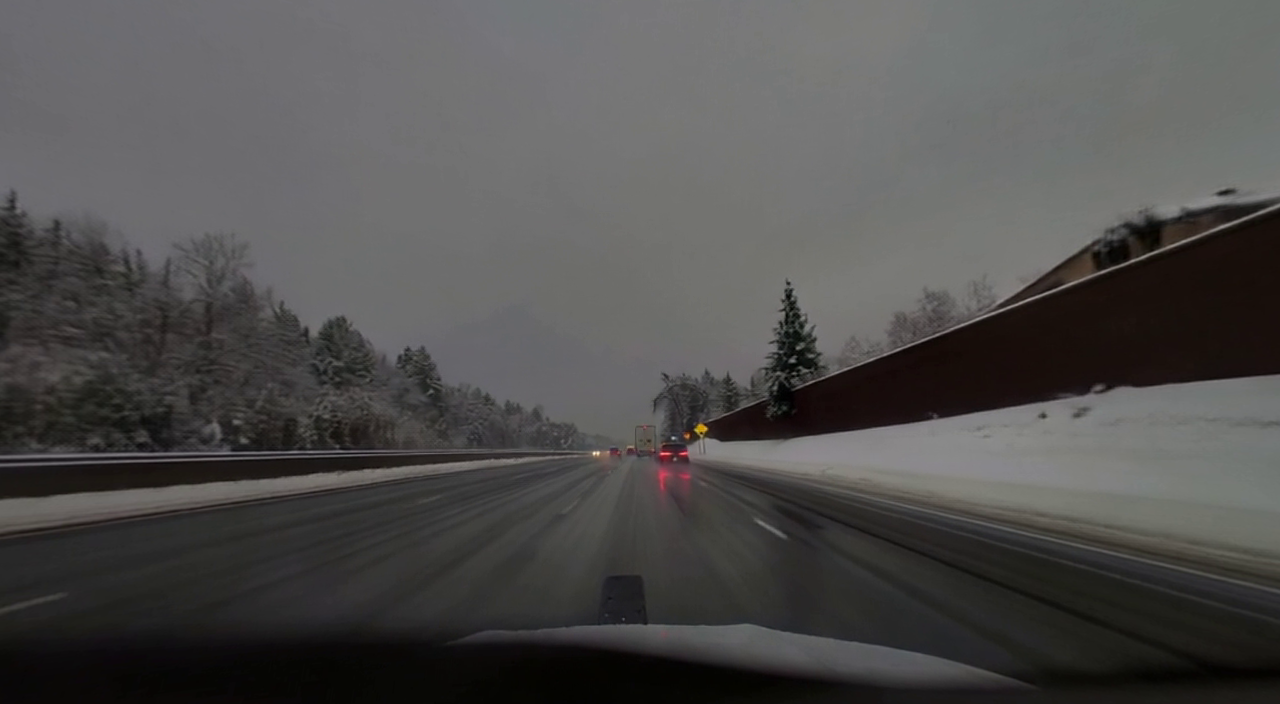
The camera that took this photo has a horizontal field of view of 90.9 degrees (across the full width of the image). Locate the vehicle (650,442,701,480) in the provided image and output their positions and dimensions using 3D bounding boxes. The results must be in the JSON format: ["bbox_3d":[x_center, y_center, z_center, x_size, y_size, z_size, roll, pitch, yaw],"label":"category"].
[{"bbox_3d":[1.512,4.894,28.494,1.973,1.536,4.337,0,-9,-1],"label":"vehicle"}]
